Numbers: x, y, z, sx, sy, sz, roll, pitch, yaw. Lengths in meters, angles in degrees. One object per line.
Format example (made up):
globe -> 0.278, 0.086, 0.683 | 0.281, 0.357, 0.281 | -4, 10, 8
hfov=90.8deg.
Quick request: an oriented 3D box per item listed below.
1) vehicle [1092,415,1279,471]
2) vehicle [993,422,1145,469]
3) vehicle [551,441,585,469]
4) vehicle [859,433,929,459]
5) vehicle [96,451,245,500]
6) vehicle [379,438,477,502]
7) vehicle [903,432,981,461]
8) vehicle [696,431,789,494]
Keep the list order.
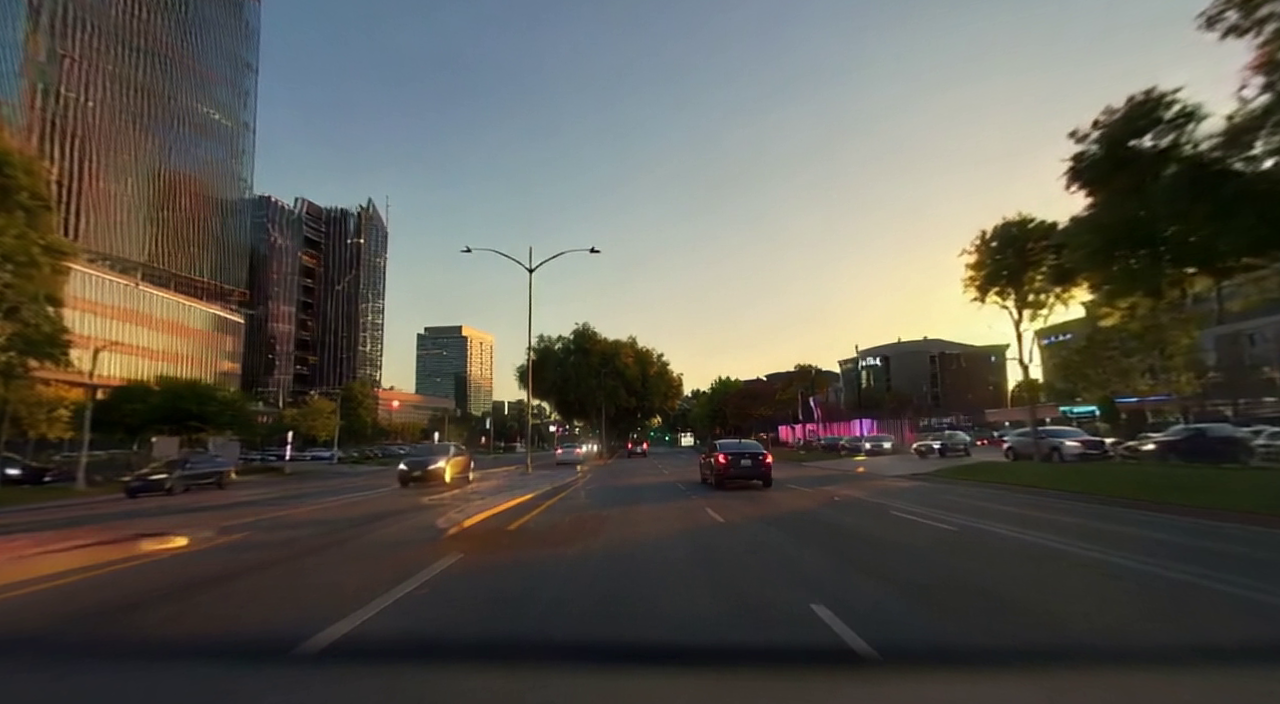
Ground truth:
vehicle -> 17.219, 2.922, 20.271 | 1.779, 1.505, 4.847 | -2, -9, -1
vehicle -> 16.981, 3.749, 25.429 | 2.280, 1.699, 5.098 | 0, -8, -4
vehicle -> -4.375, 6.189, 37.940 | 1.905, 1.471, 4.302 | -1, -9, -8
vehicle -> 18.023, 6.664, 44.817 | 4.446, 1.692, 2.184 | 4, -9, -28
vehicle -> -17.022, 4.443, 23.269 | 1.947, 1.504, 4.672 | -1, -8, 0
vehicle -> -6.103, 3.233, 17.875 | 2.053, 1.555, 4.296 | 4, -9, -25
vehicle -> 18.727, 5.835, 39.124 | 4.524, 1.653, 2.109 | 5, -10, -30
vehicle -> 2.968, 3.307, 19.321 | 1.963, 1.677, 4.229 | 0, -8, -2
